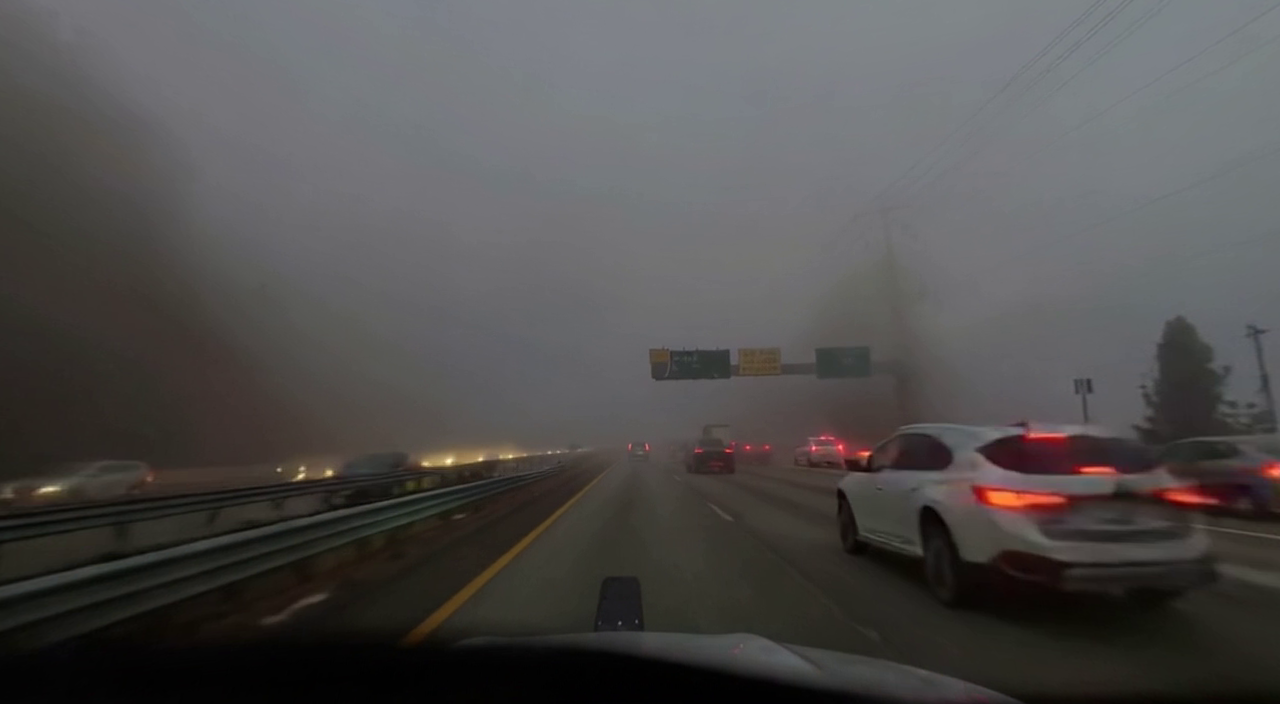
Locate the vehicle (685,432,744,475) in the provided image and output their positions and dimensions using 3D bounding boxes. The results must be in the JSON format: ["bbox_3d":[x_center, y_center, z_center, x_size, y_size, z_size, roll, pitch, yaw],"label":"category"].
[{"bbox_3d":[3.476,4.837,30.304,2.095,1.886,4.727,0,-8,-2],"label":"vehicle"}]

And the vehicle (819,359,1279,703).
[{"bbox_3d":[3.288,1.233,5.441,2.111,1.755,4.459,0,-8,-1],"label":"vehicle"}]

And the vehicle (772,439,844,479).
[{"bbox_3d":[6.824,4.377,26.023,1.836,1.527,3.783,0,-8,-1],"label":"vehicle"}]

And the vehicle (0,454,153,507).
[{"bbox_3d":[-22.536,5.078,25.322,2.028,1.813,4.807,0,-8,0],"label":"vehicle"}]

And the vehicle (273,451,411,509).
[{"bbox_3d":[-8.575,3.690,18.599,1.951,1.443,4.201,0,-8,1],"label":"vehicle"}]

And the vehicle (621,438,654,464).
[{"bbox_3d":[-0.213,7.303,46.705,2.314,1.796,4.254,0,-8,-1],"label":"vehicle"}]
